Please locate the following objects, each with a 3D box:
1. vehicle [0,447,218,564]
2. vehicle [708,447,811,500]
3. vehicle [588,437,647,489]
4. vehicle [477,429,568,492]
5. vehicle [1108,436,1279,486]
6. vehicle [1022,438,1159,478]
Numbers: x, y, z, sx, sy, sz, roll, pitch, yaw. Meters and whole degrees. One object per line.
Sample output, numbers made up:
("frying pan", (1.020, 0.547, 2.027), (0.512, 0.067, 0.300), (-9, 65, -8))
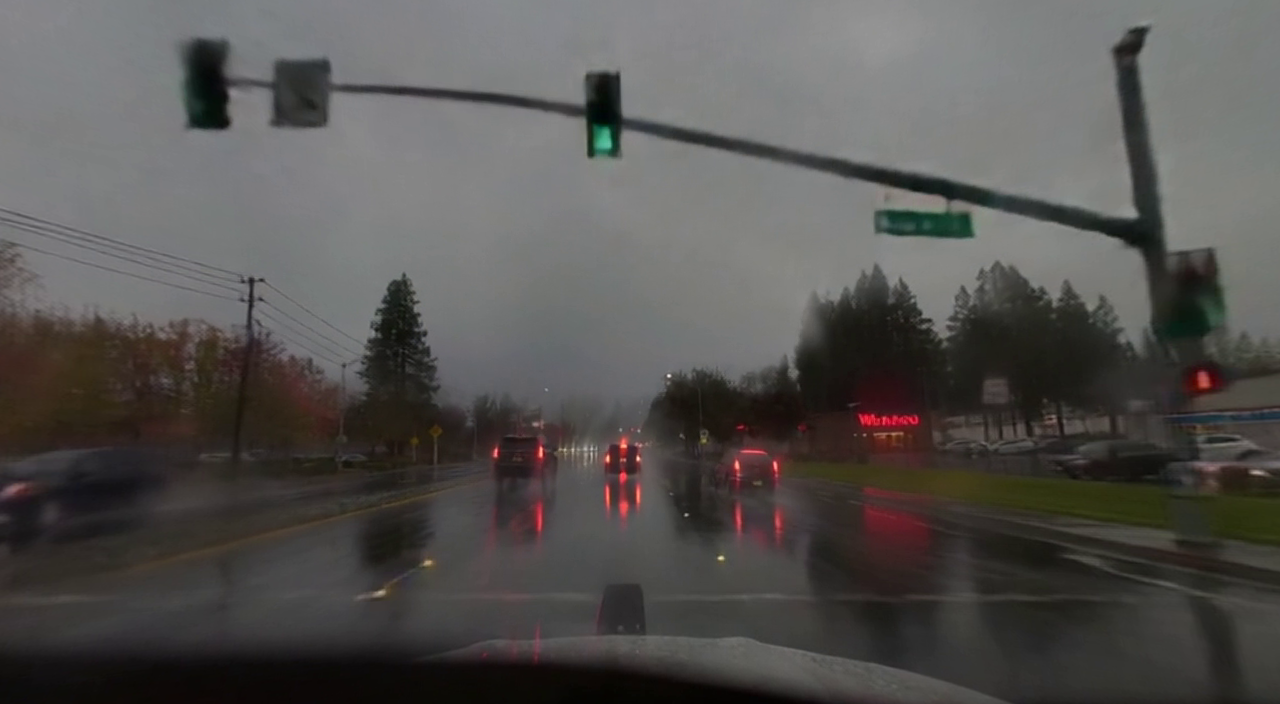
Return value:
("vehicle", (-9.190, 2.328, 10.176), (1.867, 1.427, 4.371), (-3, -8, -1))
("vehicle", (3.593, 3.729, 19.916), (2.207, 1.447, 4.418), (0, -9, -2))
("vehicle", (-0.804, 4.196, 24.206), (2.061, 1.809, 4.141), (0, -8, 0))
("vehicle", (-4.113, 3.920, 23.241), (2.252, 1.999, 5.605), (0, -8, 0))
("vehicle", (18.395, 3.586, 20.926), (4.216, 1.562, 1.946), (0, -9, -2))
("vehicle", (18.528, 4.357, 26.129), (4.107, 1.540, 1.994), (0, -9, -1))
